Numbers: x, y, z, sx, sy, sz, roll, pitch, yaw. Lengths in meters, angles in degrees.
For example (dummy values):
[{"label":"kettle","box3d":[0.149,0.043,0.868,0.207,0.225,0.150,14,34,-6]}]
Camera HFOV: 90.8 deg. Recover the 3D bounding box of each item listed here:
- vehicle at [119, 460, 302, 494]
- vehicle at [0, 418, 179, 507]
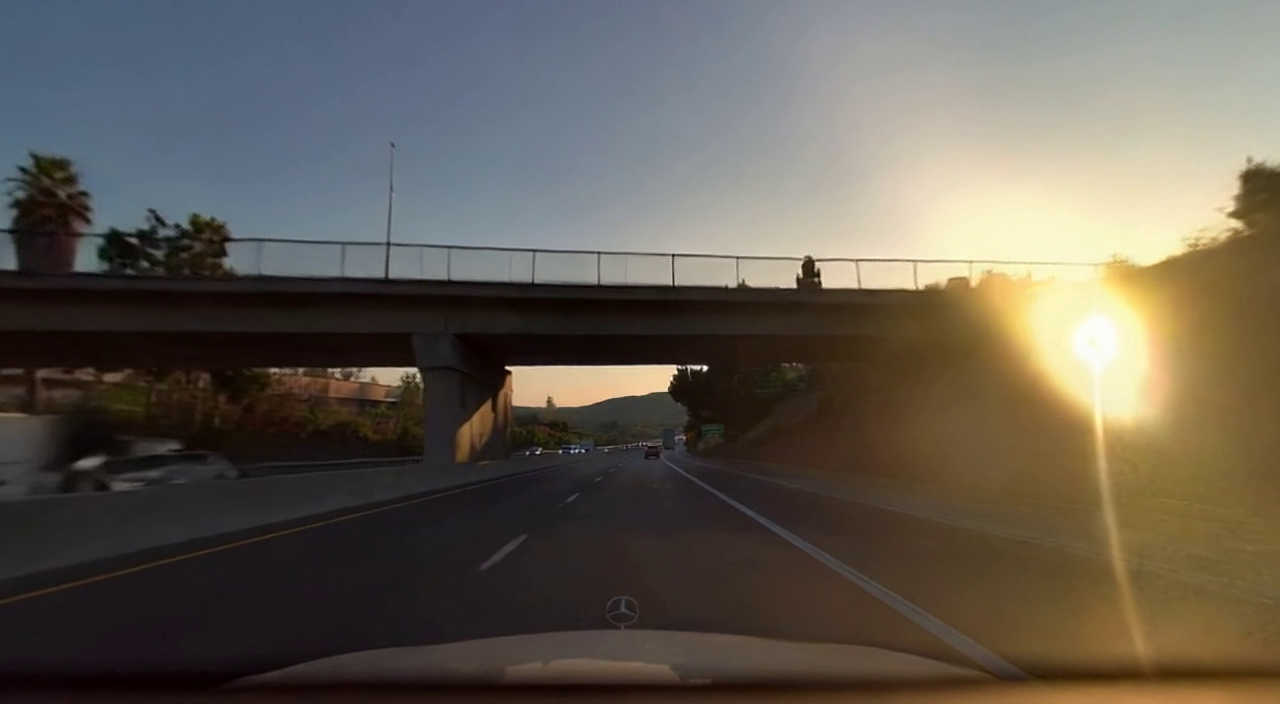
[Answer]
[{"label":"vehicle","box3d":[-20.681,6.088,31.407,2.518,1.226,9.557,-1,-9,0]},{"label":"vehicle","box3d":[-20.679,3.924,22.785,2.550,2.690,7.180,0,-9,0]}]
